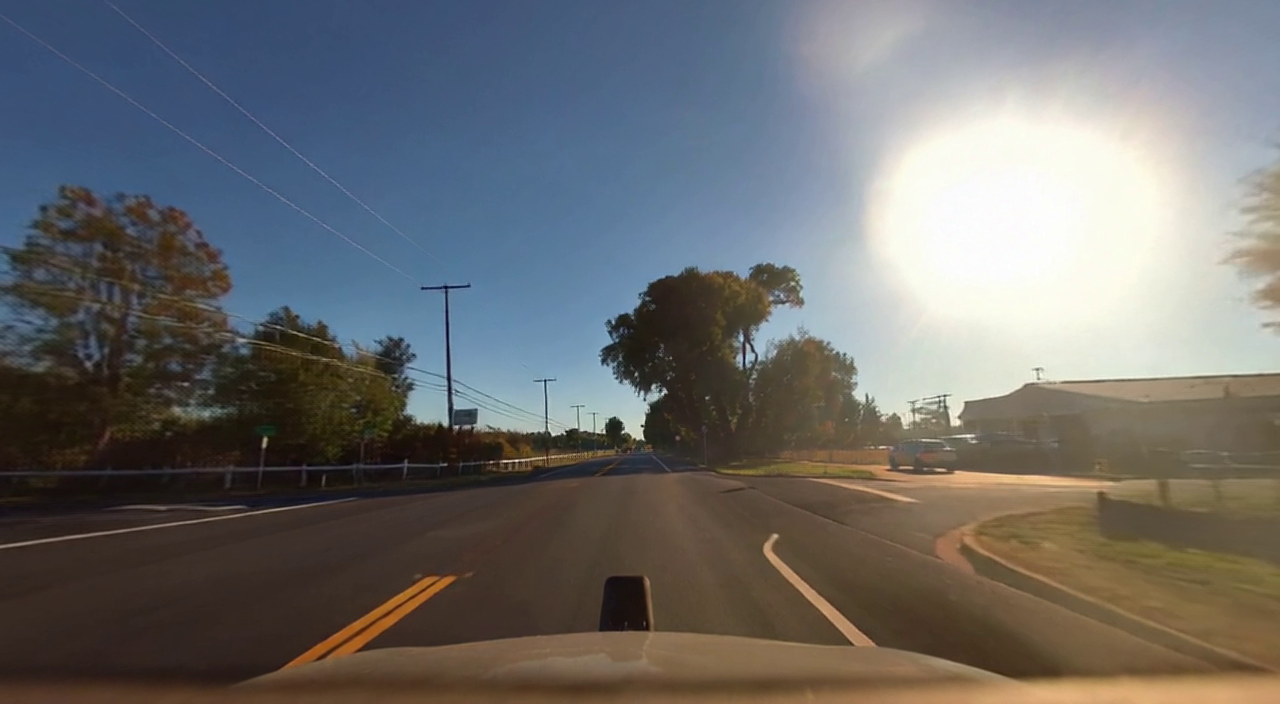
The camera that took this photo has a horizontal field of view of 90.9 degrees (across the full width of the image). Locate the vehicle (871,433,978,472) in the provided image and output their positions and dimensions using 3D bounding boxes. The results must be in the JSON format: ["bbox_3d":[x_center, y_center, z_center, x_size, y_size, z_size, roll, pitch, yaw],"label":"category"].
[{"bbox_3d":[14.440,5.117,32.350,2.037,1.829,4.919,3,-9,-21],"label":"vehicle"}]
